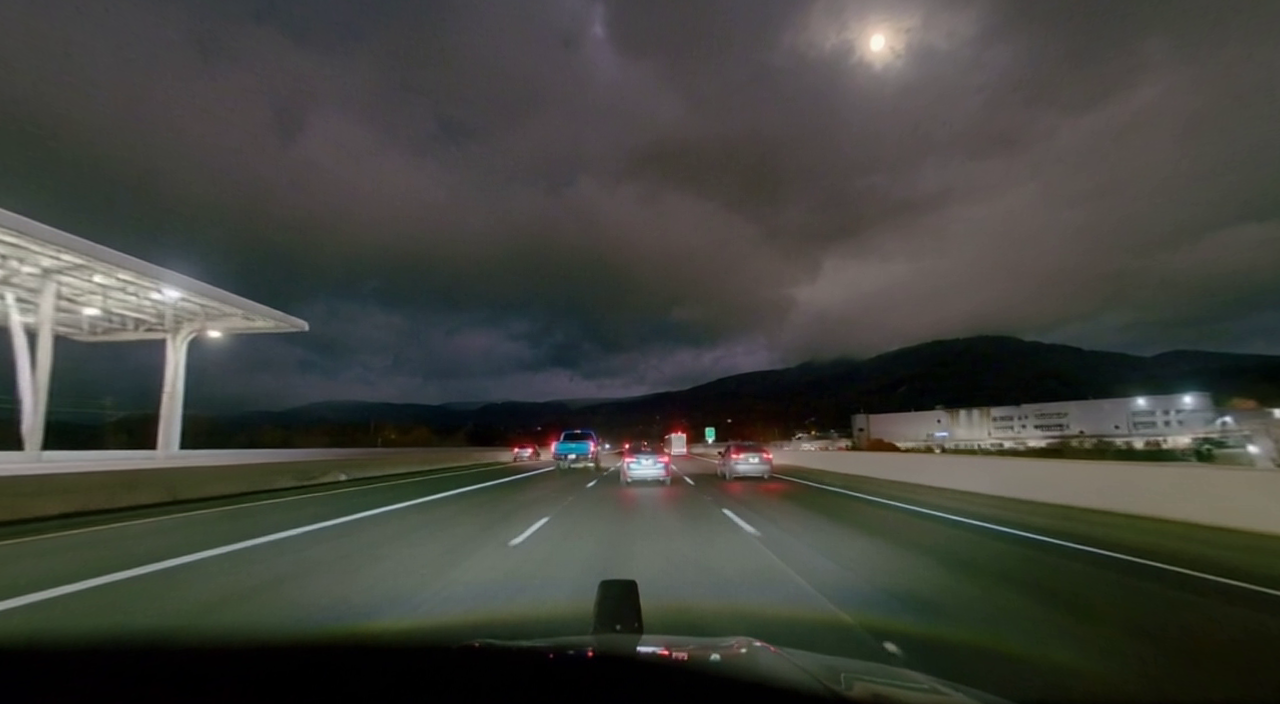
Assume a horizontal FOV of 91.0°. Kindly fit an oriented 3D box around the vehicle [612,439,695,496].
[{"bbox_3d":[0.334,3.353,18.693,2.171,1.493,4.081,0,-9,0],"label":"vehicle"}]

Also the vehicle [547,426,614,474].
[{"bbox_3d":[-2.968,5.146,33.107,2.733,2.230,6.820,0,-9,1],"label":"vehicle"}]

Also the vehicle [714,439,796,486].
[{"bbox_3d":[3.997,3.946,22.798,2.023,1.510,4.773,0,-9,-1],"label":"vehicle"}]
